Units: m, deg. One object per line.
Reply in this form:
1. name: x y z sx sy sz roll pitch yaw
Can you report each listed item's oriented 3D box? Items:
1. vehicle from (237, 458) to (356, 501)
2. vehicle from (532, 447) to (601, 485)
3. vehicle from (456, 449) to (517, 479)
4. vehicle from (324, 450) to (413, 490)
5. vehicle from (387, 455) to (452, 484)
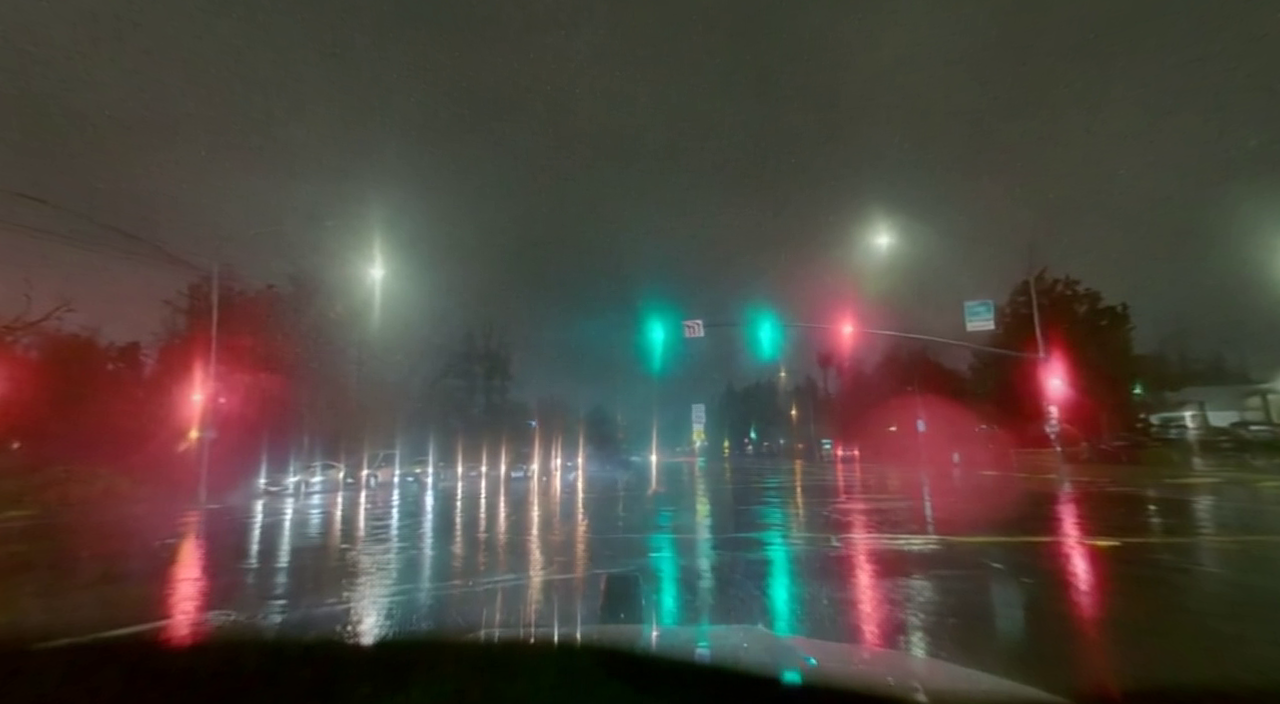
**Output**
1. vehicle: -13.879 5.139 25.752 2.055 1.506 4.663 -1 -9 3
2. vehicle: -3.065 4.894 27.274 2.154 1.501 4.416 -1 -9 5
3. vehicle: -9.448 6.908 39.083 2.126 1.709 5.095 -1 -9 5
4. vehicle: -13.496 5.863 31.620 1.960 1.819 5.018 -1 -9 3
5. vehicle: -12.954 6.905 37.220 1.804 1.486 4.625 -1 -9 5
